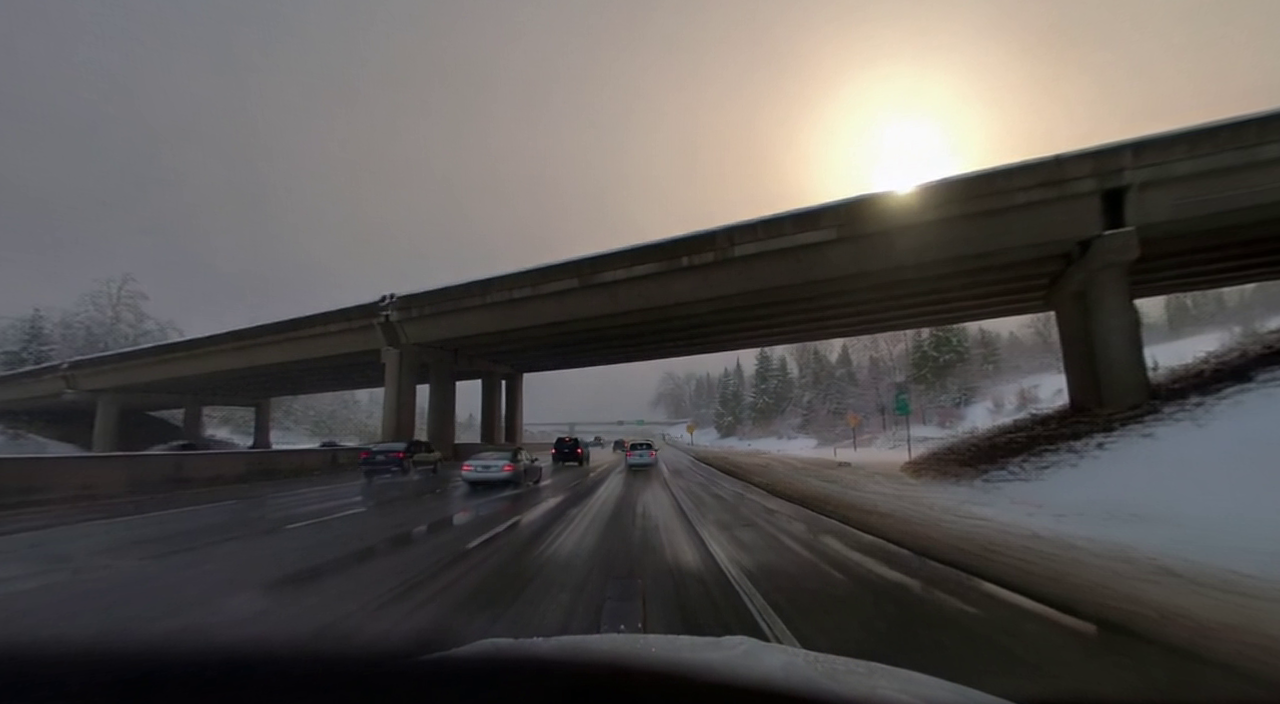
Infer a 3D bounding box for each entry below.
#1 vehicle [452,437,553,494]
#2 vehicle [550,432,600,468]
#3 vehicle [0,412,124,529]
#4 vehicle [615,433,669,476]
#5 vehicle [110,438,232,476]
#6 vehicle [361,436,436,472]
[{"bbox_3d":[-4.003,3.372,19.141,1.997,1.490,4.471,0,-8,1],"label":"vehicle"},{"bbox_3d":[-3.574,5.523,35.616,2.237,1.841,4.683,0,-8,1],"label":"vehicle"},{"bbox_3d":[-11.069,1.813,9.554,2.119,1.816,5.019,0,-8,0],"label":"vehicle"},{"bbox_3d":[0.069,4.380,27.166,2.160,1.678,4.178,0,-8,0],"label":"vehicle"},{"bbox_3d":[-21.826,4.869,29.527,1.977,1.602,4.794,0,-8,1],"label":"vehicle"},{"bbox_3d":[-11.871,5.006,31.211,1.954,1.640,4.339,0,-8,1],"label":"vehicle"}]
